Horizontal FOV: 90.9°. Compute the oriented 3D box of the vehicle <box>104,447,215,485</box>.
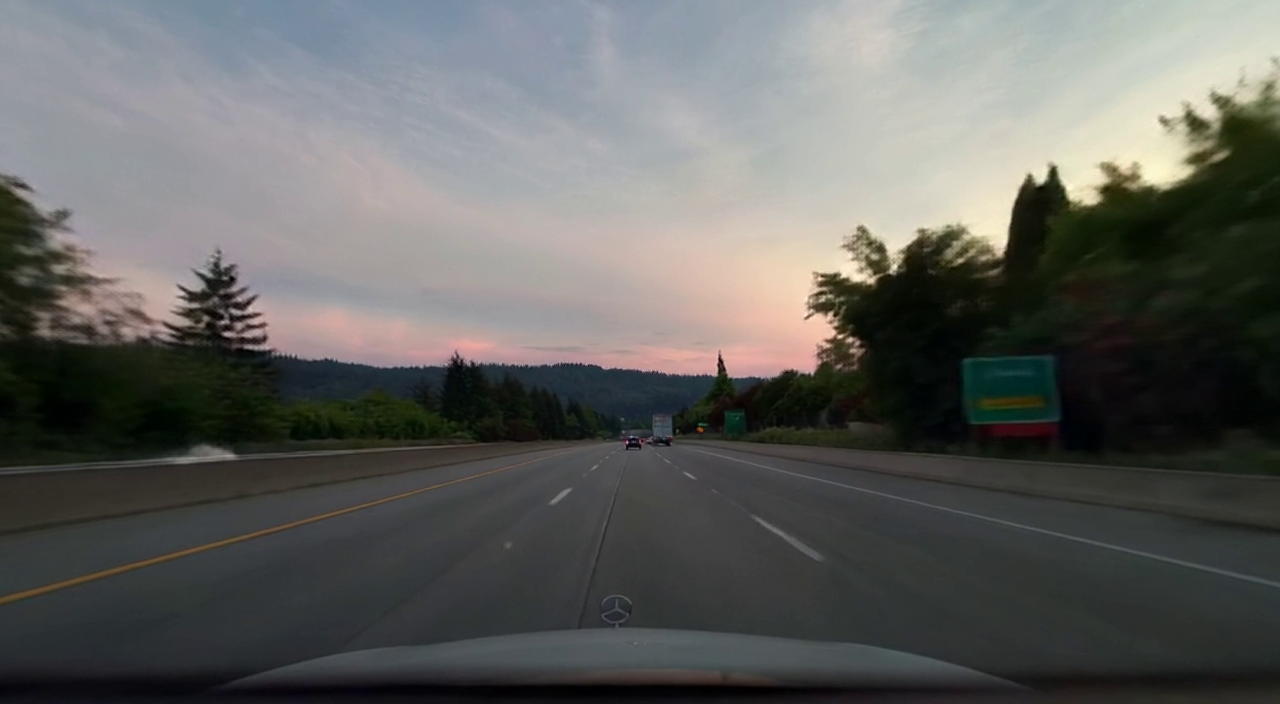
[{"bbox_3d":[-20.503,4.850,27.115,1.777,1.450,3.794,0,-8,-1],"label":"vehicle"}]
